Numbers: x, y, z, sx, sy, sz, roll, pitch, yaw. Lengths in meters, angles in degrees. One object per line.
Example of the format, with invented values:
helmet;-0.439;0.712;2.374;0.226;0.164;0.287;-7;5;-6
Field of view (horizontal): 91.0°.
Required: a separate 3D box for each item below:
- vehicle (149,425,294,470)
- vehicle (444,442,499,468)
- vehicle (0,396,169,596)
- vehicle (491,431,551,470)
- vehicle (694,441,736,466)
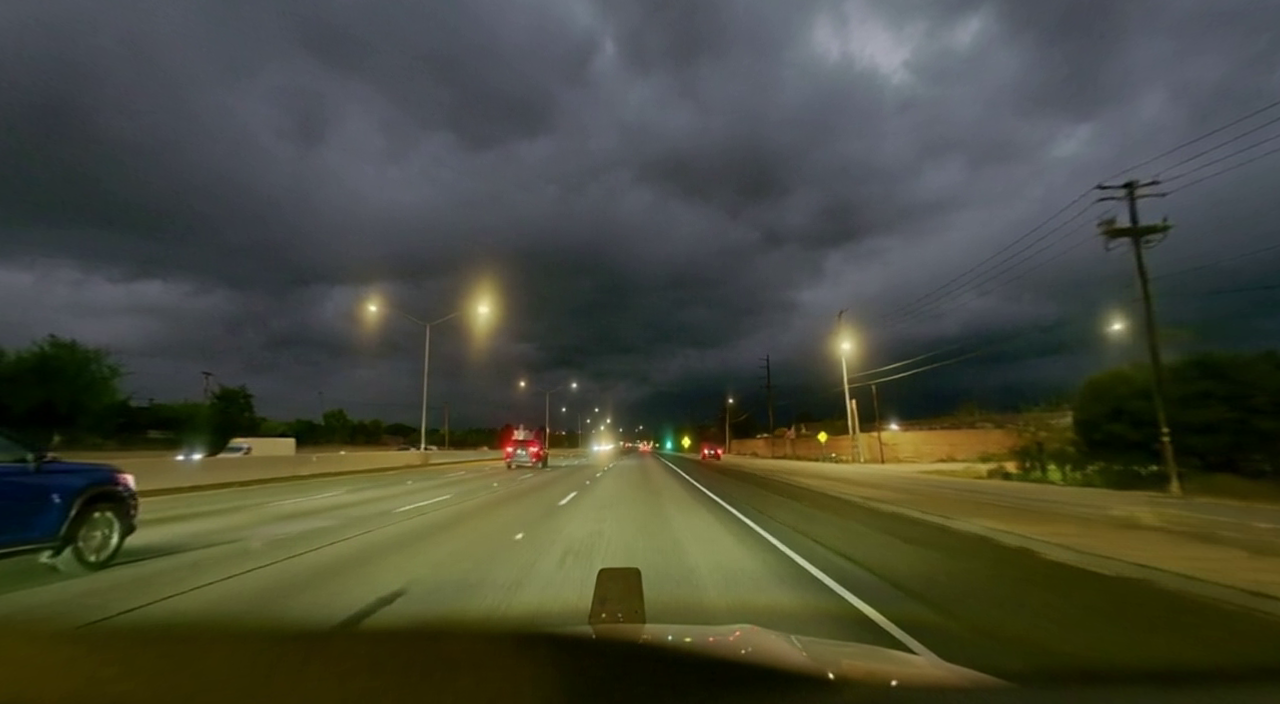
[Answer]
vehicle;-29.509;6.886;45.325;3.062;2.818;10.542;0;-9;1
vehicle;-10.099;6.214;38.123;2.042;1.485;4.395;0;-9;1
vehicle;-6.543;1.166;4.974;2.058;1.698;4.567;0;-9;0
vehicle;-6.340;5.365;34.242;2.255;1.934;4.868;0;-9;1
vehicle;4.922;6.764;41.956;2.251;1.520;4.550;1;-9;0
